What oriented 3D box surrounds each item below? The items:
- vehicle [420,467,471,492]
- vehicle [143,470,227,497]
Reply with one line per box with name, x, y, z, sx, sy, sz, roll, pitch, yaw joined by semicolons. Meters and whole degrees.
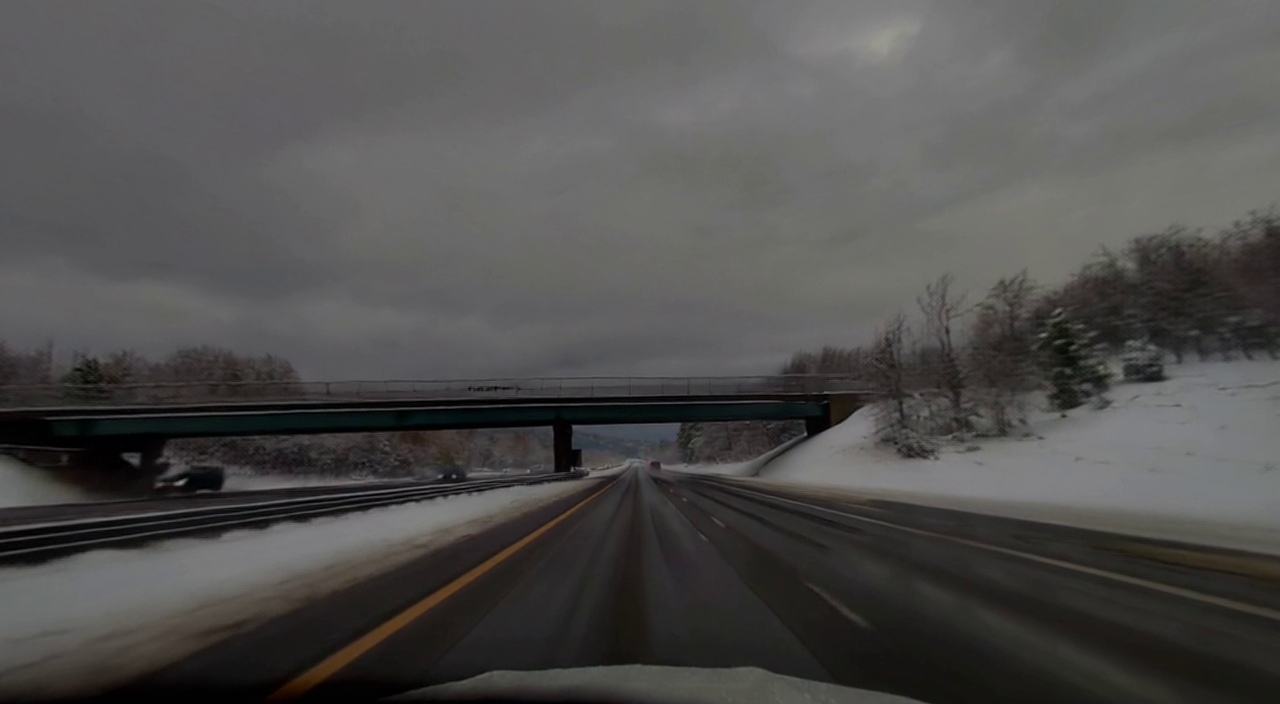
vehicle;-13.082;8.580;42.617;2.000;1.564;4.257;1;-10;0
vehicle;-30.443;8.804;42.359;1.931;1.606;4.785;0;-10;1
